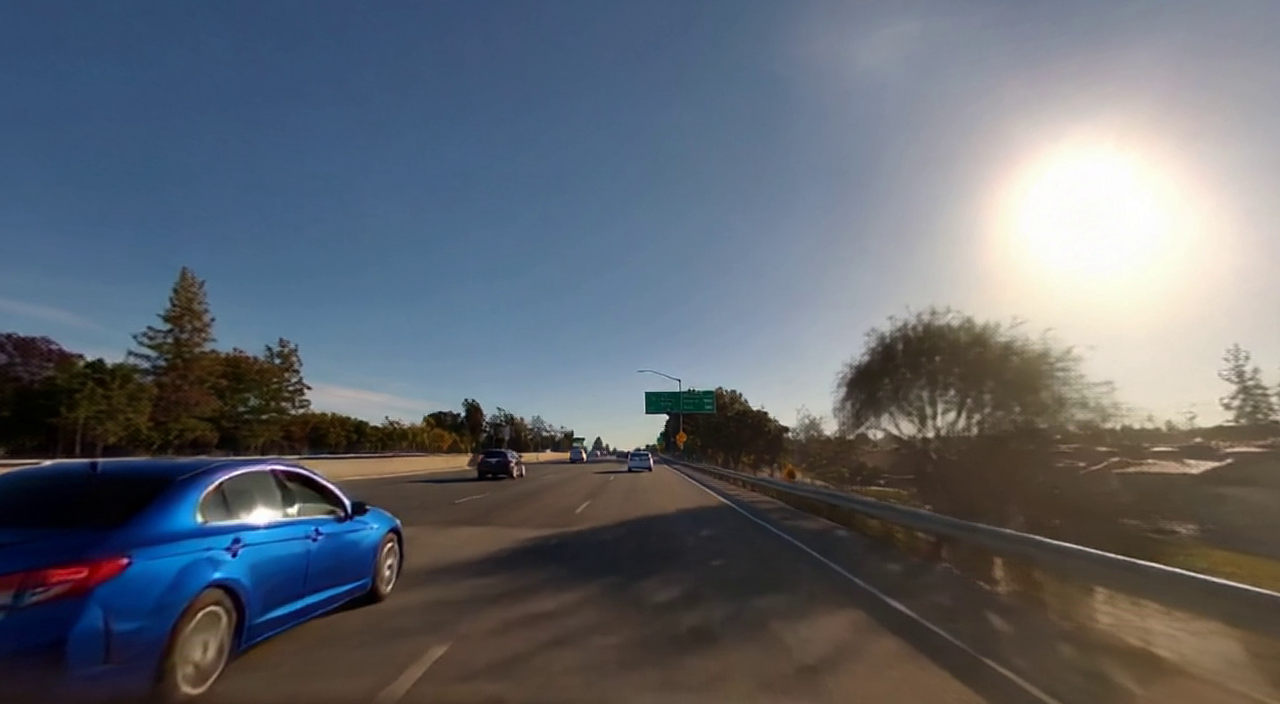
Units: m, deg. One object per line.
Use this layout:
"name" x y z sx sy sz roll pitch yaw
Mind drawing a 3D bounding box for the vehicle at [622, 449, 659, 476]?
"vehicle" 0.000 6.432 36.846 2.051 1.443 3.770 0 -8 0

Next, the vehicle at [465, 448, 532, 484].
"vehicle" -6.431 5.218 29.188 2.075 1.528 4.327 0 -8 1
